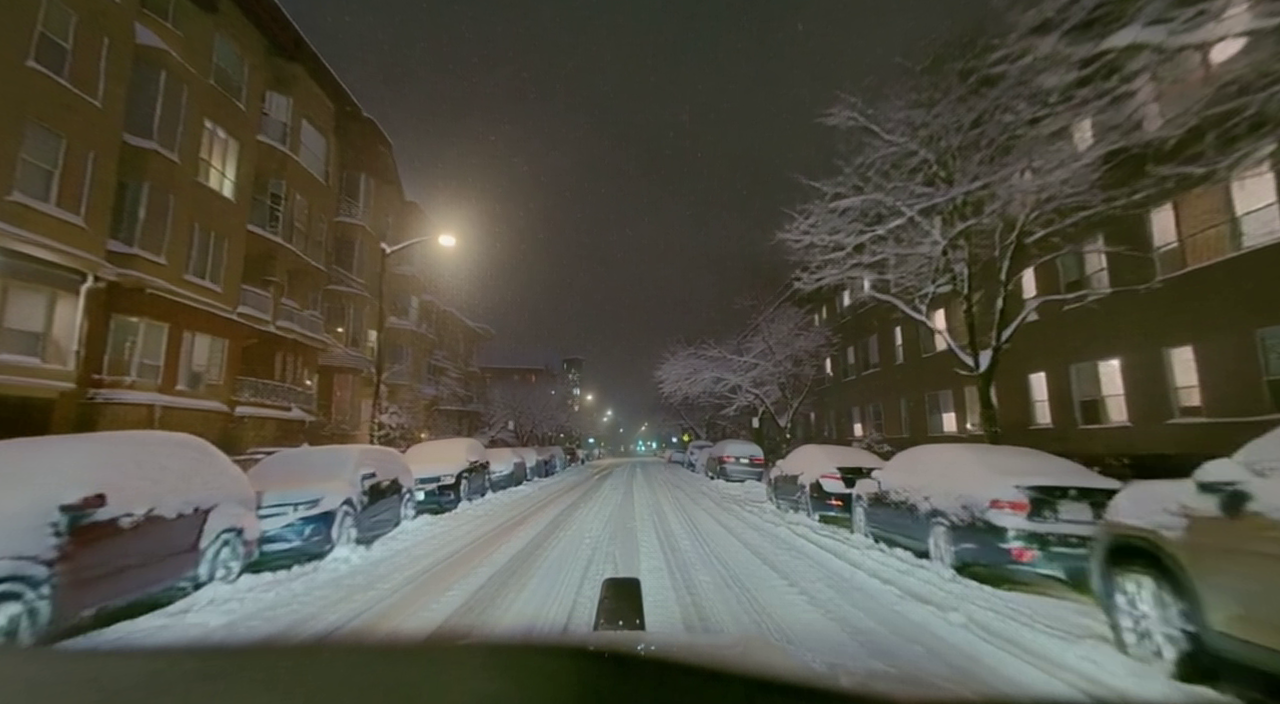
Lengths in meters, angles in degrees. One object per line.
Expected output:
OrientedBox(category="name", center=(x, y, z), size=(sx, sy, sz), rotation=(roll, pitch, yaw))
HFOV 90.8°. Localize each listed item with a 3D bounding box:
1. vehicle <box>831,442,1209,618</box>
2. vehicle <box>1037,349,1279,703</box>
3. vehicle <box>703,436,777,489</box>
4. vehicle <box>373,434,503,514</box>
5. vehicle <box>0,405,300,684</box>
OrientedBox(category="vehicle", center=(4.101, 1.931, 8.042), size=(1.707, 1.528, 4.812), rotation=(0, -8, -2))
OrientedBox(category="vehicle", center=(3.926, 0.842, 2.467), size=(1.911, 1.835, 4.599), rotation=(0, -8, 3))
OrientedBox(category="vehicle", center=(3.646, 4.154, 24.083), size=(1.912, 1.781, 5.159), rotation=(0, -8, -1))
OrientedBox(category="vehicle", center=(-4.939, 3.011, 16.191), size=(1.922, 1.728, 4.628), rotation=(0, -8, -2))
OrientedBox(category="vehicle", center=(-5.035, 1.372, 5.341), size=(2.274, 1.679, 3.639), rotation=(0, -8, 0))
